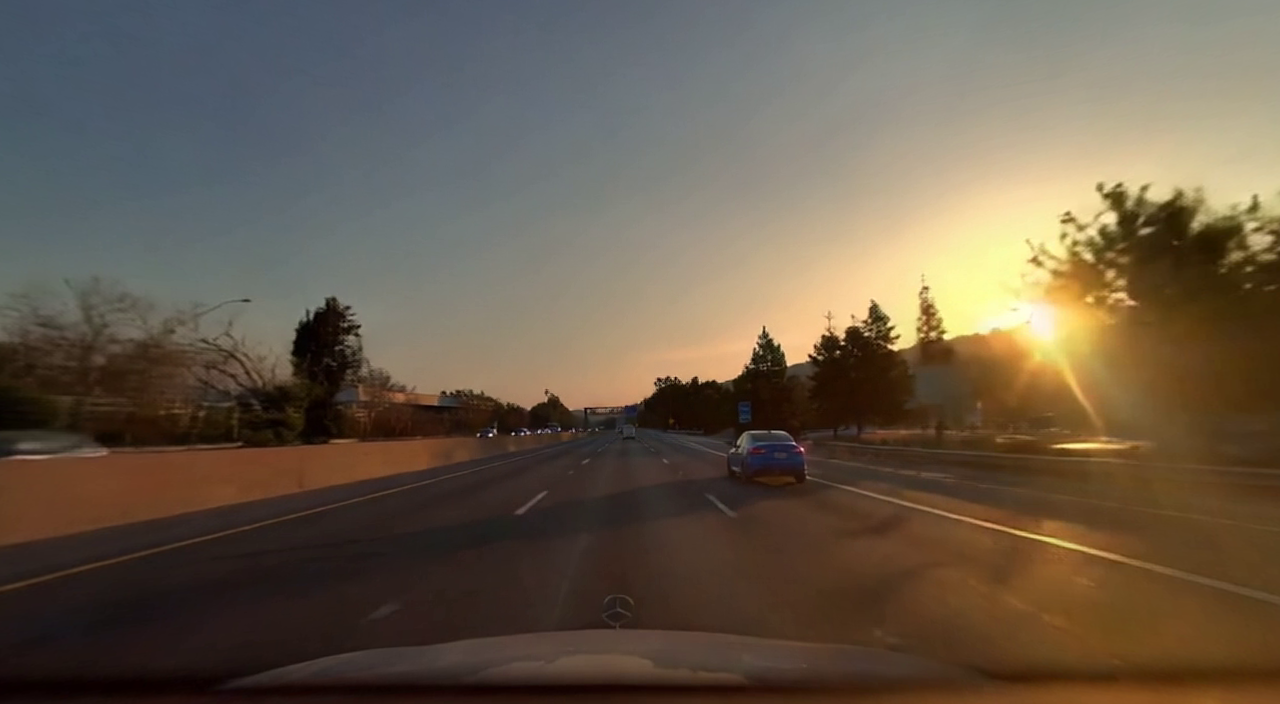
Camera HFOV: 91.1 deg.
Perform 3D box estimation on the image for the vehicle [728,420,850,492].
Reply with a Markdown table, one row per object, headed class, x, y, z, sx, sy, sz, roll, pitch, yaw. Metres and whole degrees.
| class | x | y | z | sx | sy | sz | roll | pitch | yaw |
| --- | --- | --- | --- | --- | --- | --- | --- | --- | --- |
| vehicle | 3.573 | 2.569 | 15.868 | 1.973 | 1.563 | 3.959 | 0 | -8 | -2 |
